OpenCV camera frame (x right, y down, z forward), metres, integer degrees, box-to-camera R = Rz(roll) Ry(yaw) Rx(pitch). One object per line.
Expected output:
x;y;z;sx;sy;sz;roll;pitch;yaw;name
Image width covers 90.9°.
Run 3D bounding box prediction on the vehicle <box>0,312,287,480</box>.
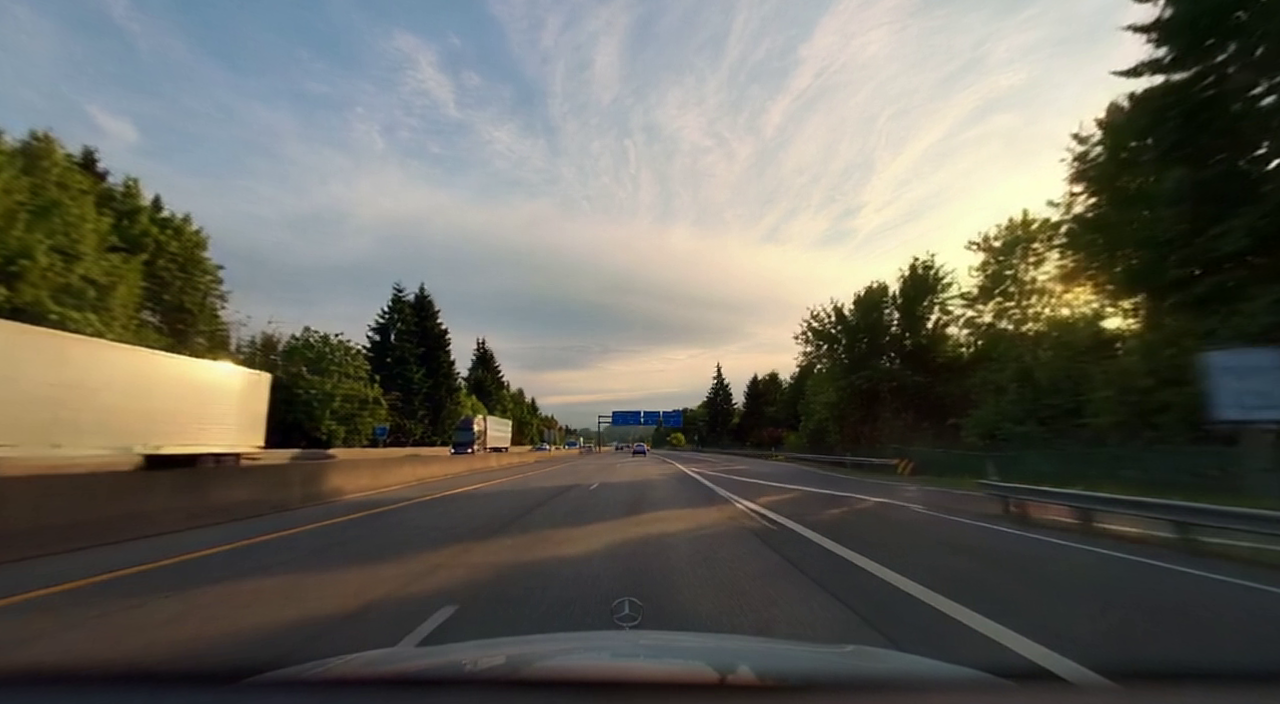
-16.319;1.581;18.138;2.878;3.843;16.564;0;-9;0;vehicle
